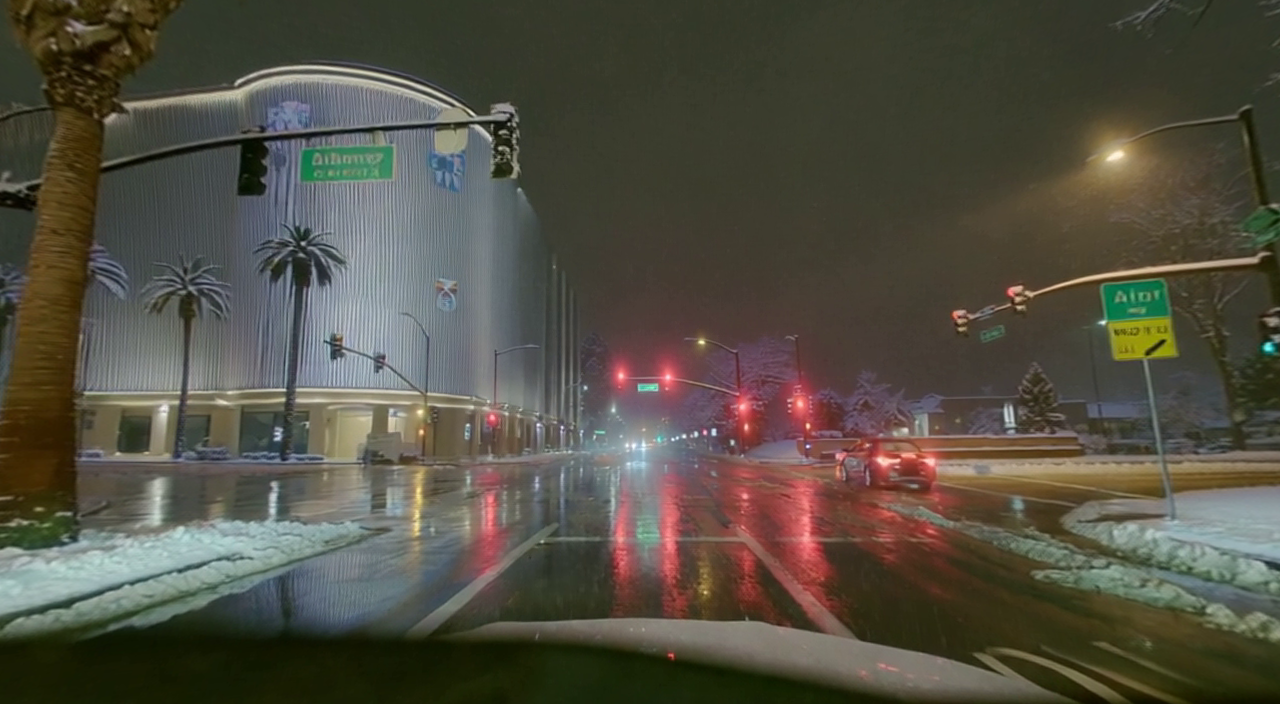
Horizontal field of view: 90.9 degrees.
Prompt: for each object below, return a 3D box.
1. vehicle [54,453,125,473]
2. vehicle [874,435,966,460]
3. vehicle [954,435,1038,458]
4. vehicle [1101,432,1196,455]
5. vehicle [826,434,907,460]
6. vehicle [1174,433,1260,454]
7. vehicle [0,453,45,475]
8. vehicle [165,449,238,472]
[{"bbox_3d":[-41.713,8.417,47.803,3.698,1.467,1.779,0,-8,0],"label":"vehicle"},{"bbox_3d":[16.939,5.774,38.254,4.684,1.461,1.777,0,-8,-1],"label":"vehicle"},{"bbox_3d":[23.536,6.262,41.763,4.423,1.465,1.798,0,-8,0],"label":"vehicle"},{"bbox_3d":[33.307,5.986,41.358,4.567,1.458,1.791,0,-8,1],"label":"vehicle"},{"bbox_3d":[15.035,6.355,41.995,4.648,1.665,1.910,0,-8,-1],"label":"vehicle"},{"bbox_3d":[42.121,6.695,46.079,4.437,1.469,1.811,0,-8,0],"label":"vehicle"},{"bbox_3d":[-48.024,8.497,47.928,3.786,1.555,1.702,0,-8,2],"label":"vehicle"},{"bbox_3d":[-33.204,8.203,47.796,4.136,1.661,1.857,0,-8,0],"label":"vehicle"}]
